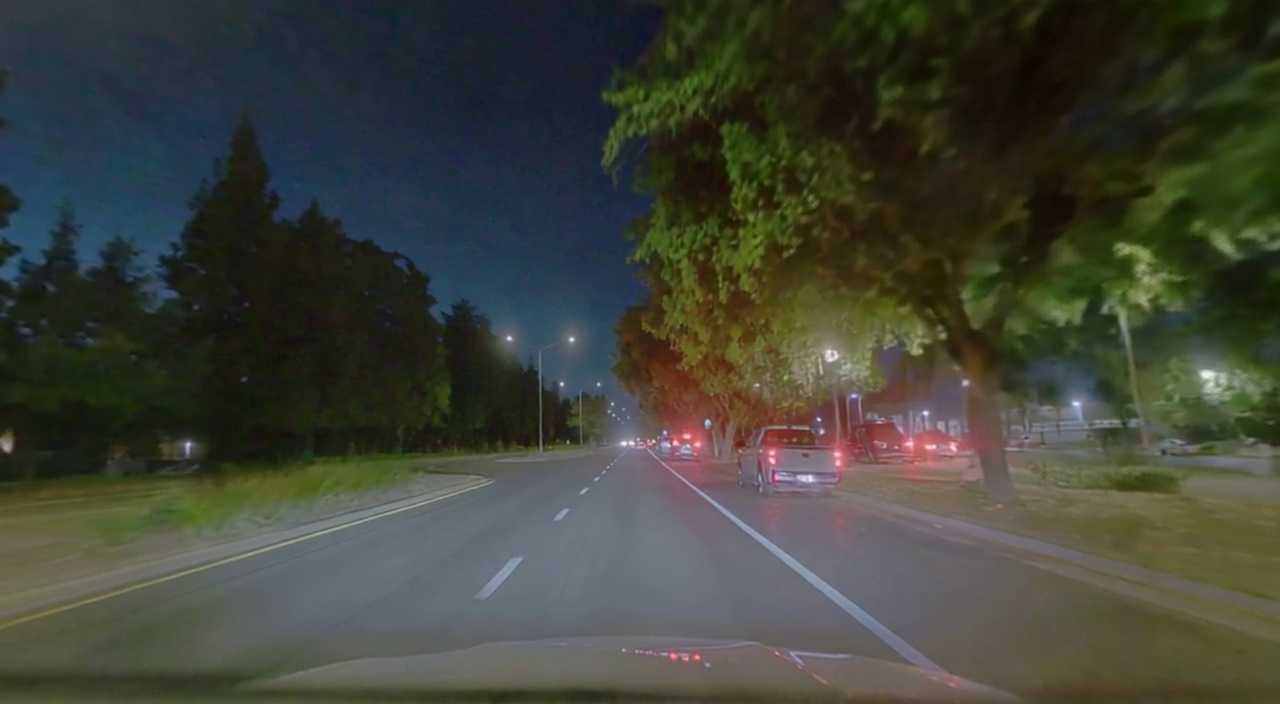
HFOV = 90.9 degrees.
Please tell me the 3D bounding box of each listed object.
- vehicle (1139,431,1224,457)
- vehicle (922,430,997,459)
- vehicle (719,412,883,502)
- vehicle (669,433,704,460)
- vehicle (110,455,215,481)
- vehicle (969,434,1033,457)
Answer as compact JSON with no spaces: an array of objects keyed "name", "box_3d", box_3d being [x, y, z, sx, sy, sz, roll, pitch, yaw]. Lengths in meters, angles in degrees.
[{"name":"vehicle","box_3d":[38.345,6.518,44.798,1.870,1.514,4.544,-6,-7,-1]},{"name":"vehicle","box_3d":[22.310,6.500,44.342,2.313,1.900,5.397,1,-9,-1]},{"name":"vehicle","box_3d":[3.784,2.622,16.217,2.493,1.896,5.433,0,-8,-4]},{"name":"vehicle","box_3d":[3.311,6.858,45.762,2.144,1.848,4.159,0,-8,-1]},{"name":"vehicle","box_3d":[-29.171,7.090,38.652,4.719,1.433,1.995,1,-8,-5]},{"name":"vehicle","box_3d":[25.272,6.590,44.298,1.896,1.538,4.080,0,-9,-2]}]
